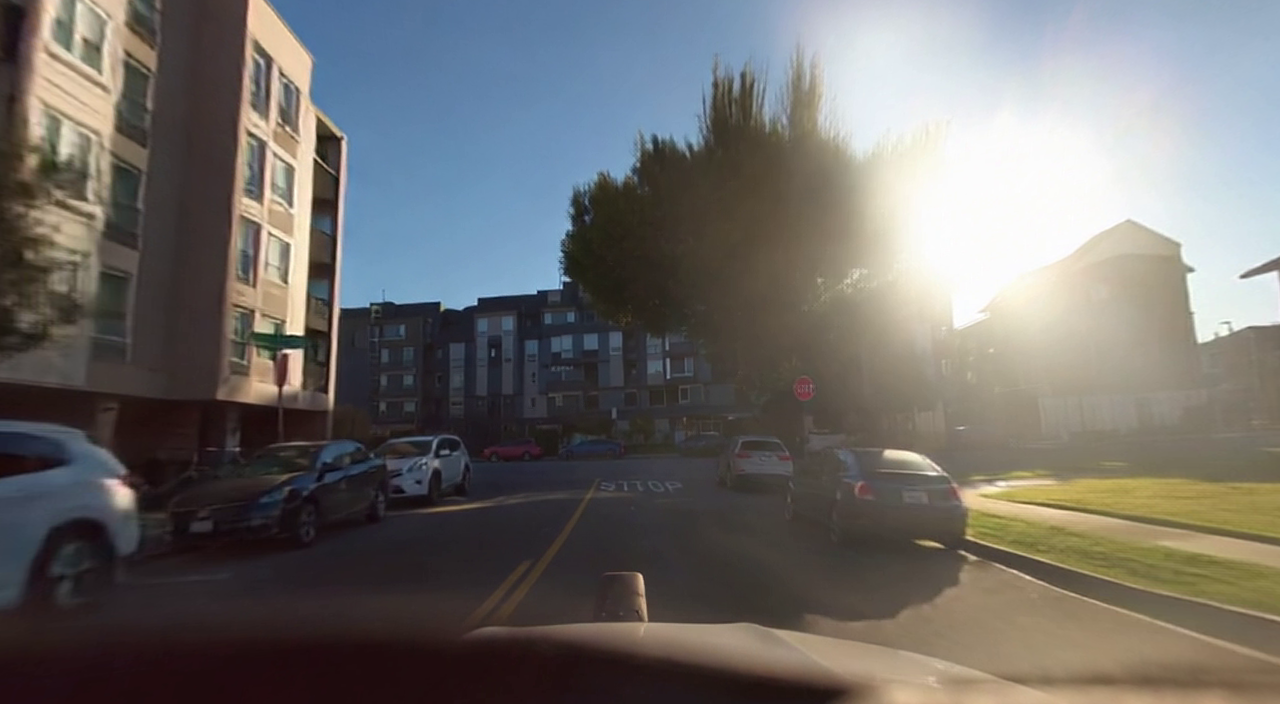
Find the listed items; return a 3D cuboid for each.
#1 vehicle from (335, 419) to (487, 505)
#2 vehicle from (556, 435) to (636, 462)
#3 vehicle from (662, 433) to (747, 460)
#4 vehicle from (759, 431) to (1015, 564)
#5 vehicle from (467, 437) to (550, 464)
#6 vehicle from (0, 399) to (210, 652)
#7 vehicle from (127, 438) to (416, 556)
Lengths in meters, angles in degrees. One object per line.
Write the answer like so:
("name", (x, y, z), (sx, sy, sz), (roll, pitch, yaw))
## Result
("vehicle", (-5.865, 2.895, 17.211), (2.208, 1.903, 6.040), (1, -8, -4))
("vehicle", (-2.525, 5.563, 36.454), (4.489, 1.470, 1.776), (1, -8, -3))
("vehicle", (3.670, 5.470, 36.647), (4.681, 1.480, 1.817), (0, -8, -3))
("vehicle", (3.250, 1.974, 9.442), (1.919, 1.490, 4.339), (0, -8, -2))
("vehicle", (-7.443, 5.623, 36.146), (4.423, 1.449, 1.813), (1, -8, -5))
("vehicle", (-5.570, 1.208, 4.330), (2.075, 1.774, 4.596), (0, -8, -2))
("vehicle", (-5.578, 2.199, 10.472), (2.129, 1.505, 4.510), (0, -8, -1))
